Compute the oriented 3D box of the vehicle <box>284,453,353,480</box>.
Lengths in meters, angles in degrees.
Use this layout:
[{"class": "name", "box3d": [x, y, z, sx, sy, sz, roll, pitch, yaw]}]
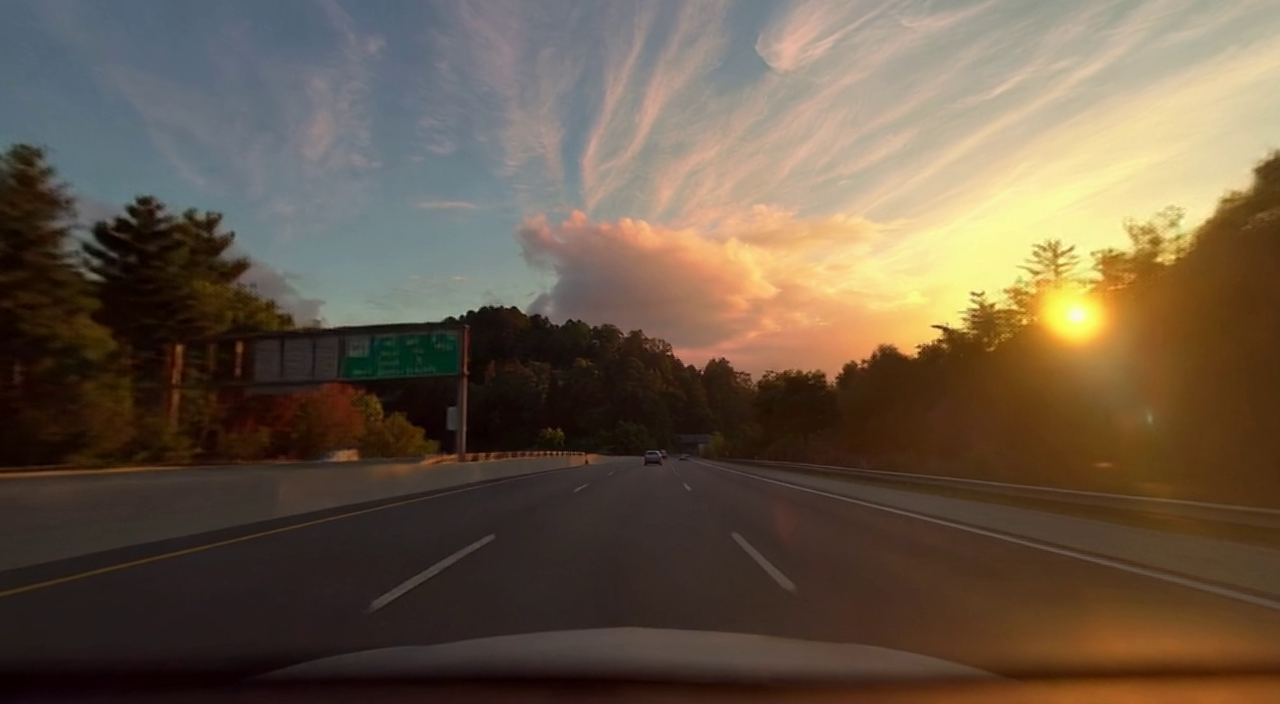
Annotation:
[{"class": "vehicle", "box3d": [-18.859, 6.714, 37.202, 1.753, 1.465, 4.450, 0, -9, 0]}]
